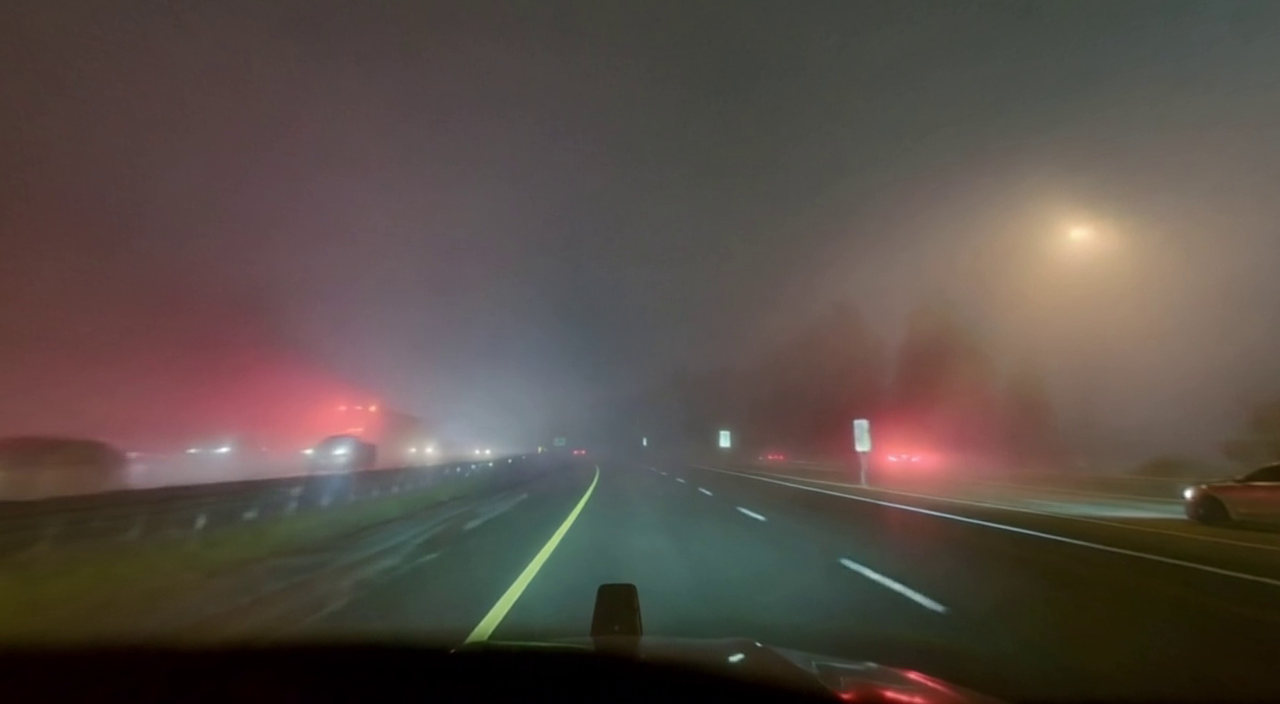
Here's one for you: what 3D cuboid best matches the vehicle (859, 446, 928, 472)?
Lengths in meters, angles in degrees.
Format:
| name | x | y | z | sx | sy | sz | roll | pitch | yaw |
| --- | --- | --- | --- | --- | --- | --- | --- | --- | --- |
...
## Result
| name | x | y | z | sx | sy | sz | roll | pitch | yaw |
| --- | --- | --- | --- | --- | --- | --- | --- | --- | --- |
| vehicle | 18.019 | 7.618 | 44.800 | 2.020 | 1.738 | 4.549 | 2 | -9 | -17 |

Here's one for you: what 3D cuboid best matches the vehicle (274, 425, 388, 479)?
| name | x | y | z | sx | sy | sz | roll | pitch | yaw |
| --- | --- | --- | --- | --- | --- | --- | --- | --- | --- |
| vehicle | -12.520 | 4.105 | 25.909 | 2.195 | 1.976 | 5.455 | 0 | -9 | -4 |

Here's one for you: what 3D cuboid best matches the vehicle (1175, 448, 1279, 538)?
| name | x | y | z | sx | sy | sz | roll | pitch | yaw |
| --- | --- | --- | --- | --- | --- | --- | --- | --- | --- |
| vehicle | 12.196 | 2.432 | 10.701 | 1.941 | 1.536 | 4.585 | 0 | -9 | -2 |

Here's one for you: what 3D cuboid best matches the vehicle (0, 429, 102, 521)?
| name | x | y | z | sx | sy | sz | roll | pitch | yaw |
| --- | --- | --- | --- | --- | --- | --- | --- | --- | --- |
| vehicle | -11.185 | 1.981 | 10.020 | 1.817 | 1.455 | 3.867 | 0 | -9 | -3 |

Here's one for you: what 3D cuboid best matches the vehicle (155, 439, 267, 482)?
| name | x | y | z | sx | sy | sz | roll | pitch | yaw |
| --- | --- | --- | --- | --- | --- | --- | --- | --- | --- |
| vehicle | -17.884 | 4.521 | 26.411 | 1.887 | 1.608 | 4.327 | 0 | -9 | -4 |

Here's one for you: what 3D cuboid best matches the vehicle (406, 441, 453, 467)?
| name | x | y | z | sx | sy | sz | roll | pitch | yaw |
| --- | --- | --- | --- | --- | --- | --- | --- | --- | --- |
| vehicle | -13.820 | 6.724 | 41.315 | 1.865 | 1.583 | 4.097 | 0 | -9 | -3 |
